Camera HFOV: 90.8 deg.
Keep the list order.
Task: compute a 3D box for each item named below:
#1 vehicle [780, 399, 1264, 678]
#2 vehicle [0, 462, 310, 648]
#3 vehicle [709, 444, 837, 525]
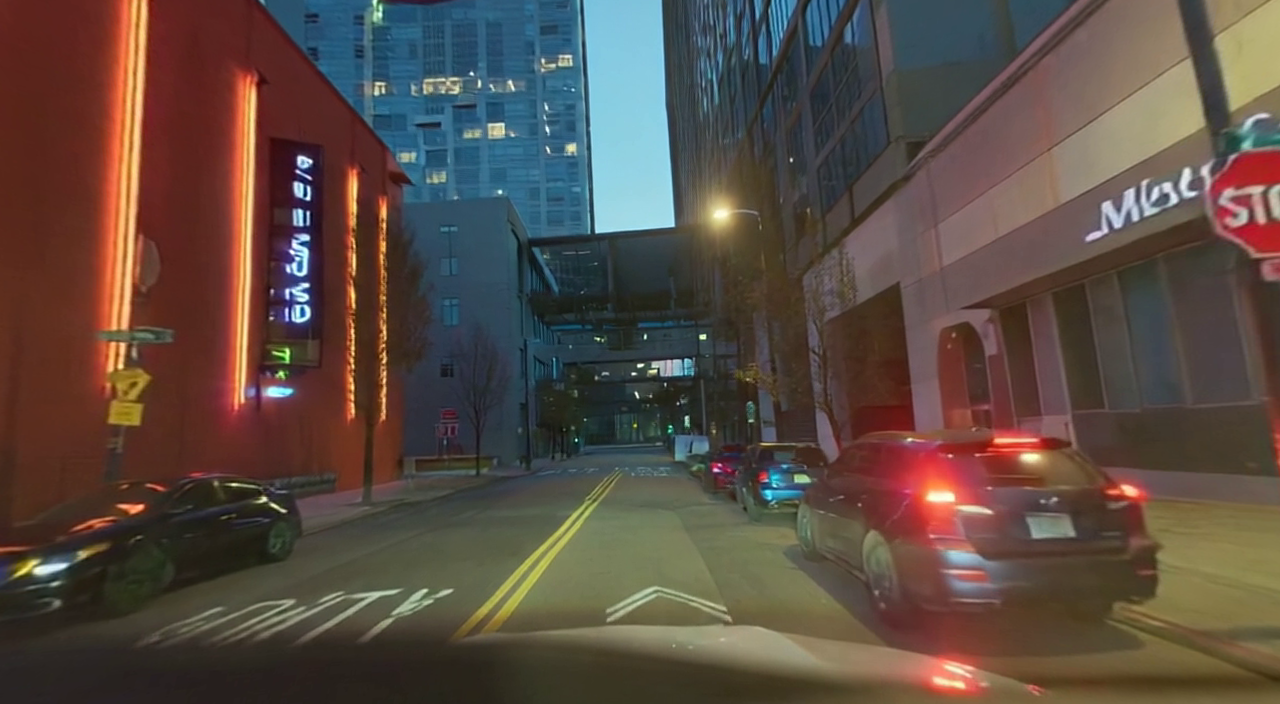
[{"bbox_3d":[2.825,1.474,6.170,1.917,1.680,4.500,0,-9,1],"label":"vehicle"},{"bbox_3d":[-5.746,2.064,7.318,1.864,1.447,3.887,0,-9,-3],"label":"vehicle"},{"bbox_3d":[2.679,2.760,13.793,1.759,1.472,4.304,0,-9,-1],"label":"vehicle"}]
